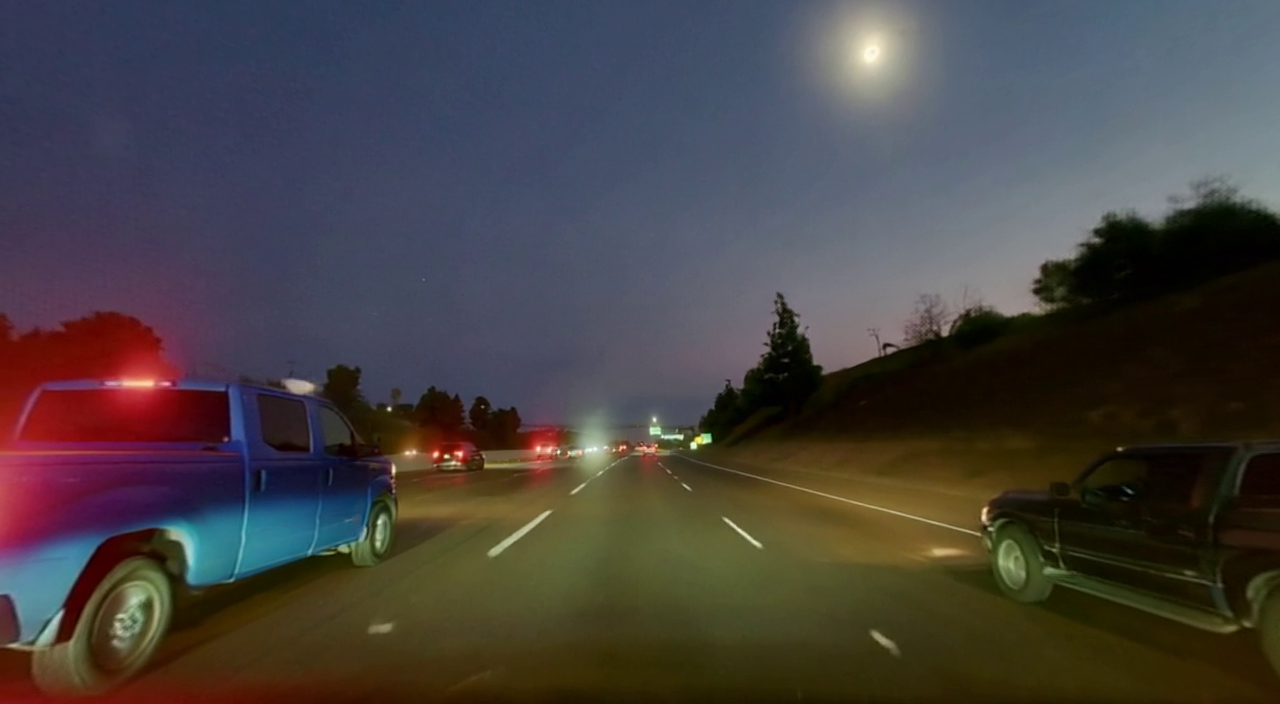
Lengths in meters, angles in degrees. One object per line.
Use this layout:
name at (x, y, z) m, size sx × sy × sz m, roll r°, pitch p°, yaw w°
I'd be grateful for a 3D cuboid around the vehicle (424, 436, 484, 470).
vehicle at (-10.992, 6.012, 37.734) m, size 2.012 × 1.875 × 4.895 m, roll 0°, pitch -9°, yaw 1°

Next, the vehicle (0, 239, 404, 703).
vehicle at (-3.668, 0.776, 3.320) m, size 2.483 × 2.100 × 6.208 m, roll 0°, pitch -9°, yaw 0°

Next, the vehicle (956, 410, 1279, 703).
vehicle at (3.995, 1.120, 3.461) m, size 2.047 × 1.524 × 4.619 m, roll 0°, pitch -9°, yaw -1°
